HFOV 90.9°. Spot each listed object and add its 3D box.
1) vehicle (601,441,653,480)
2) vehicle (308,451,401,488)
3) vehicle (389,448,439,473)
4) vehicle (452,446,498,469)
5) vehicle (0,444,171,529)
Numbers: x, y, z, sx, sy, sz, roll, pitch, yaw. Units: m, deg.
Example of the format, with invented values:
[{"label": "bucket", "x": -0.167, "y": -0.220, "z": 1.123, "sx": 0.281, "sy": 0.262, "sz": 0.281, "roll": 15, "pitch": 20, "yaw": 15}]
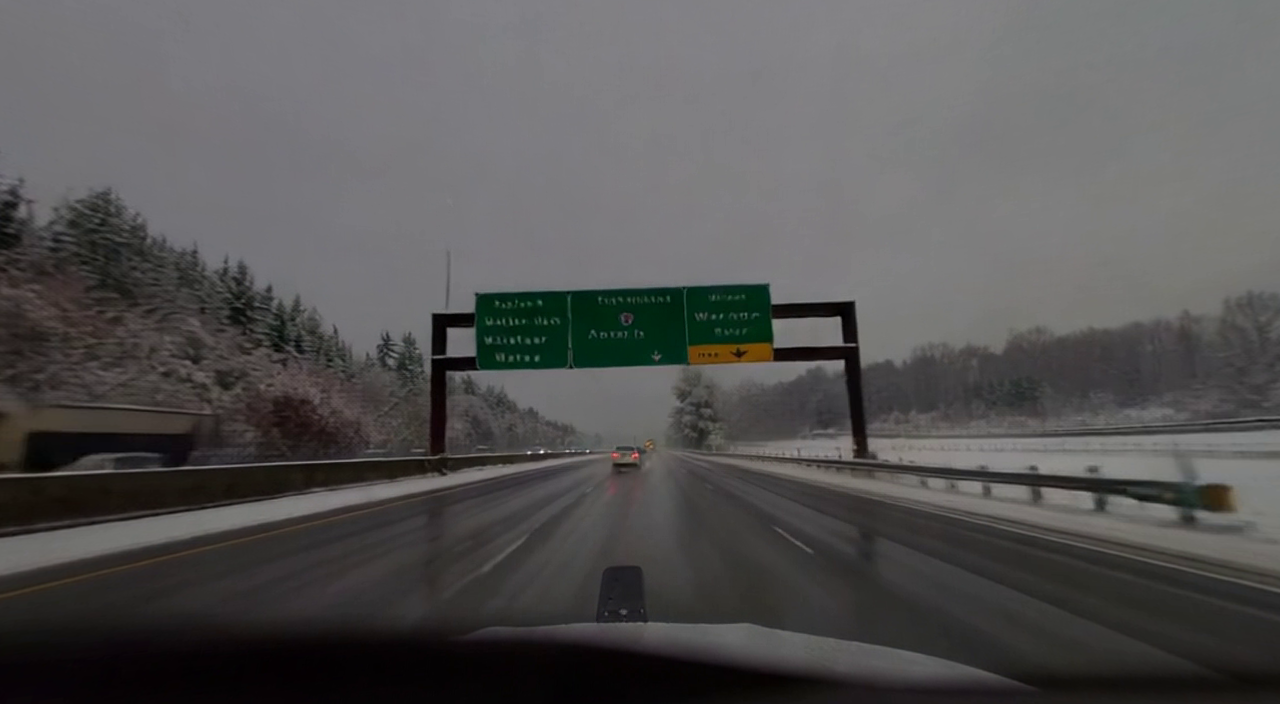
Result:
[{"label": "vehicle", "x": -0.482, "y": 4.683, "z": 27.312, "sx": 1.936, "sy": 1.545, "sz": 4.116, "roll": -1, "pitch": -9, "yaw": 3}, {"label": "vehicle", "x": -12.847, "y": 5.286, "z": 28.674, "sx": 2.058, "sy": 1.470, "sz": 4.473, "roll": 0, "pitch": -9, "yaw": 1}, {"label": "vehicle", "x": -16.542, "y": 7.939, "z": 46.326, "sx": 1.951, "sy": 1.749, "sz": 4.298, "roll": 0, "pitch": -9, "yaw": 1}, {"label": "vehicle", "x": -11.714, "y": 7.496, "z": 44.986, "sx": 1.969, "sy": 1.539, "sz": 4.538, "roll": 0, "pitch": -9, "yaw": 1}, {"label": "vehicle", "x": -12.311, "y": 2.668, "z": 12.953, "sx": 1.892, "sy": 1.493, "sz": 4.444, "roll": 0, "pitch": -9, "yaw": 0}]
